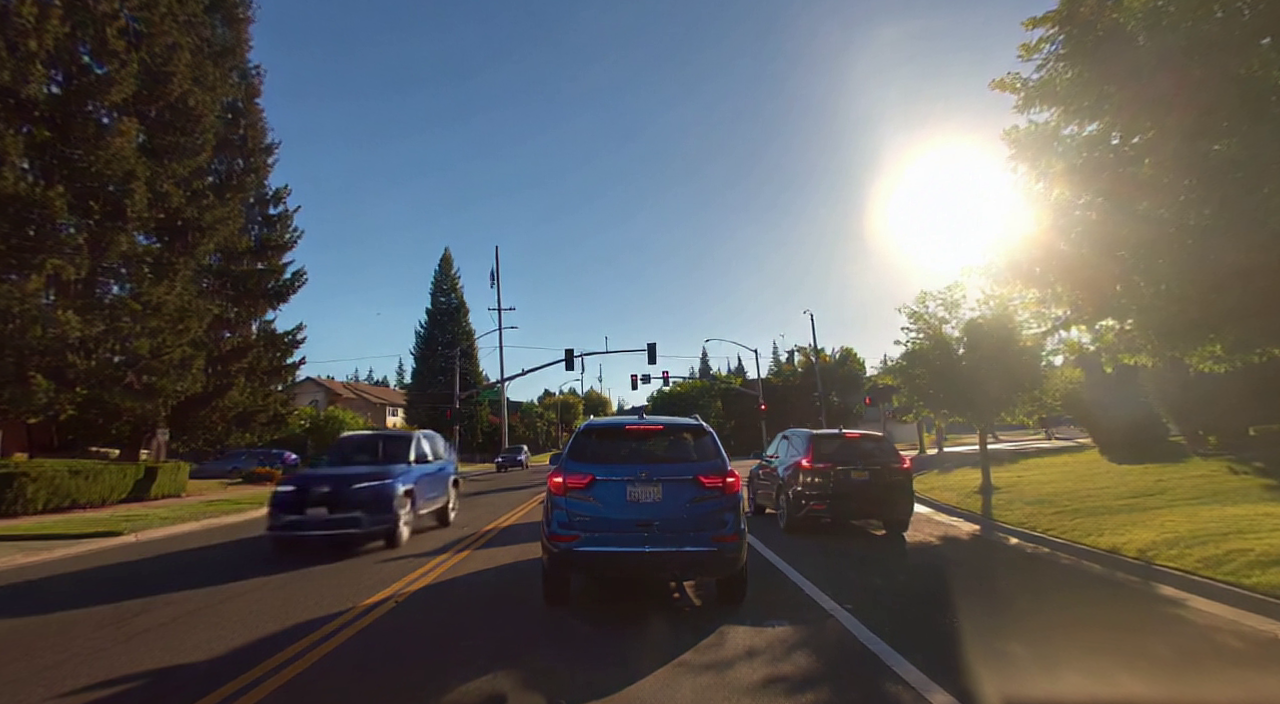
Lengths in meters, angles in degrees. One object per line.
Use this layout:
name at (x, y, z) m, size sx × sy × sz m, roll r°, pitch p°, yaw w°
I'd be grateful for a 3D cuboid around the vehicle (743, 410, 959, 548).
vehicle at (3.083, 1.953, 10.343) m, size 1.967 × 1.756 × 4.281 m, roll 0°, pitch -8°, yaw -1°

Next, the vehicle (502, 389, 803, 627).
vehicle at (0.061, 1.423, 6.660) m, size 2.151 × 1.695 × 4.100 m, roll 0°, pitch -8°, yaw -1°

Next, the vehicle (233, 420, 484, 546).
vehicle at (-4.439, 2.142, 11.003) m, size 2.292 × 1.711 × 4.541 m, roll 0°, pitch -8°, yaw 0°
